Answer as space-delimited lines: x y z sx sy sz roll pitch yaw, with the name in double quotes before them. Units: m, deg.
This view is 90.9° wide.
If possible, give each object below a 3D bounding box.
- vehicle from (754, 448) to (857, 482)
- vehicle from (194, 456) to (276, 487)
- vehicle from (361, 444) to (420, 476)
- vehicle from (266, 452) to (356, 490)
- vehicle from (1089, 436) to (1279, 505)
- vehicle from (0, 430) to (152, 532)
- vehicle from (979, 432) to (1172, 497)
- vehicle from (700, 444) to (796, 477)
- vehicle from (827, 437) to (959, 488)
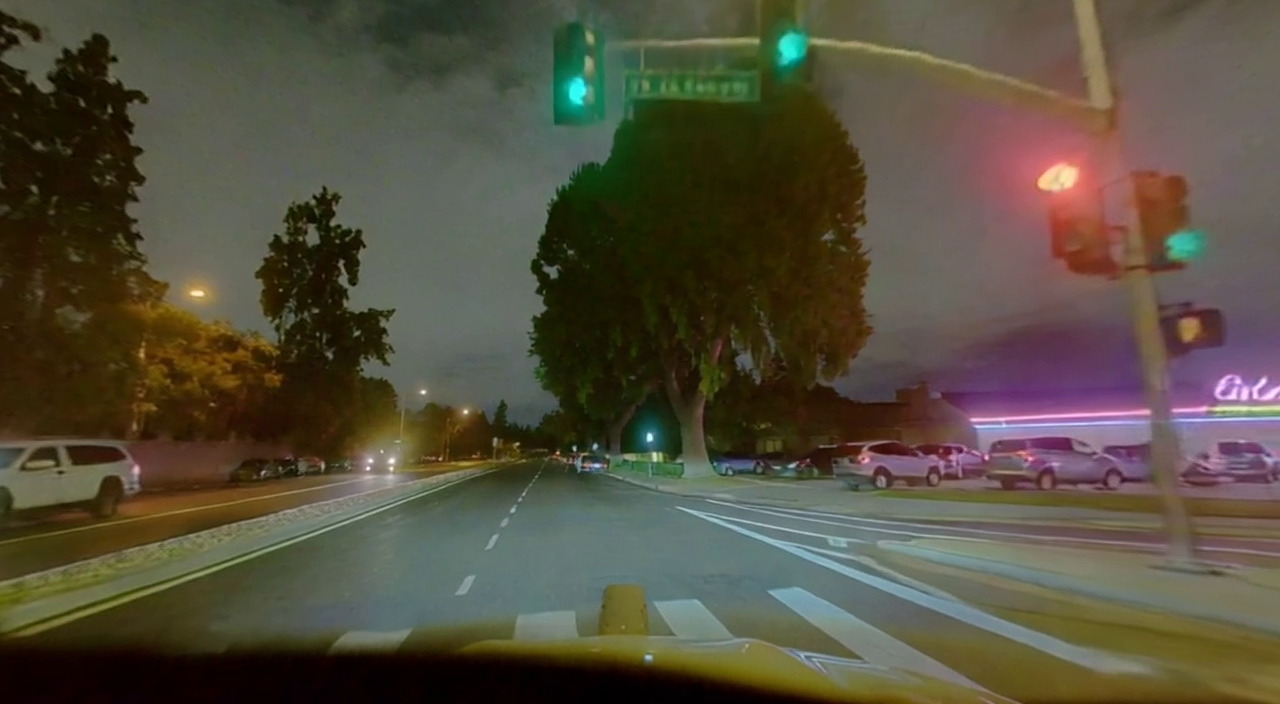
"vehicle" 7.614 5.176 29.118 4.257 1.474 1.751 2 -9 -14
"vehicle" -22.406 6.598 35.096 2.019 1.471 4.600 1 -9 -8
"vehicle" -16.738 7.216 42.648 2.228 1.976 5.857 1 -9 -7
"vehicle" -14.305 5.159 27.716 1.951 1.436 4.624 1 -9 -7
"vehicle" 14.899 3.108 16.861 4.375 1.685 2.045 1 -9 -9
"vehicle" -12.751 2.540 12.742 2.049 1.817 5.292 1 -9 -8
"vehicle" 13.620 3.464 19.759 5.314 1.829 2.018 3 -9 -18
"vehicle" 6.002 6.018 35.165 4.843 1.748 1.985 1 -9 -11
"vehicle" 9.619 4.136 23.936 4.669 1.770 1.896 4 -10 -25
